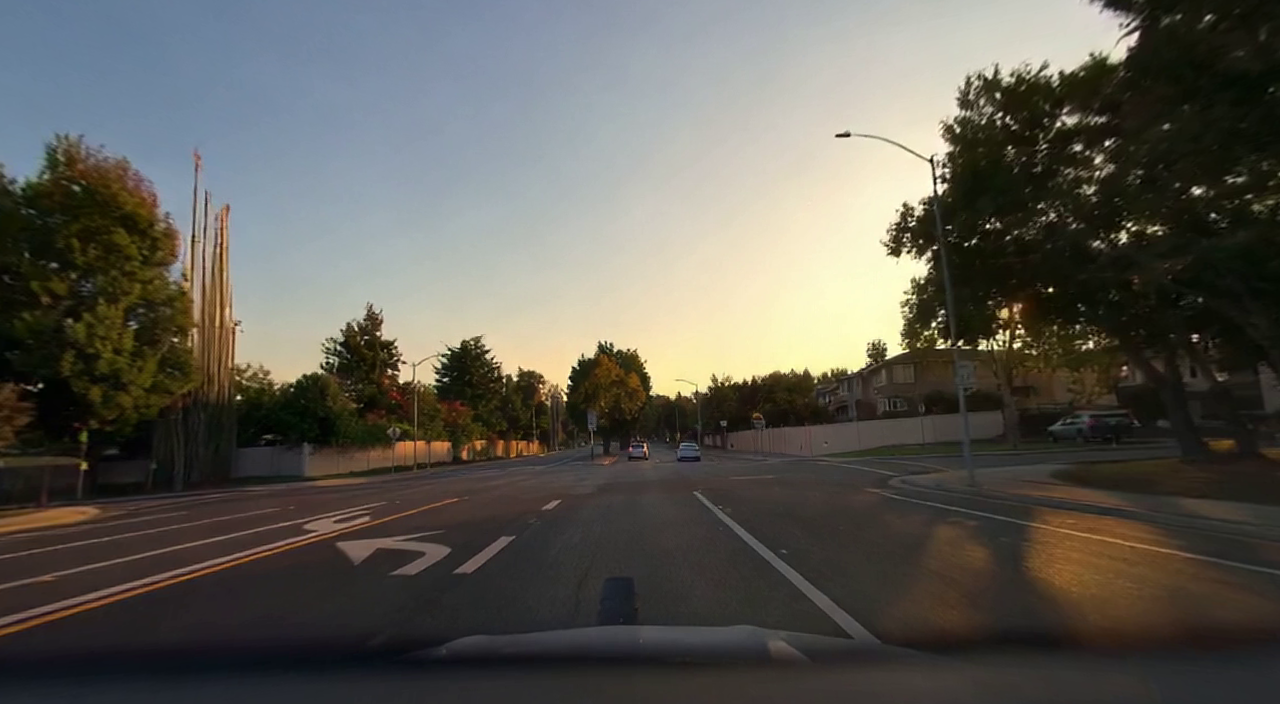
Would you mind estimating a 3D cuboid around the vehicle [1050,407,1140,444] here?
[{"bbox_3d":[31.140,4.978,43.471,2.072,2.012,5.323,-5,-2,-1],"label":"vehicle"}]
